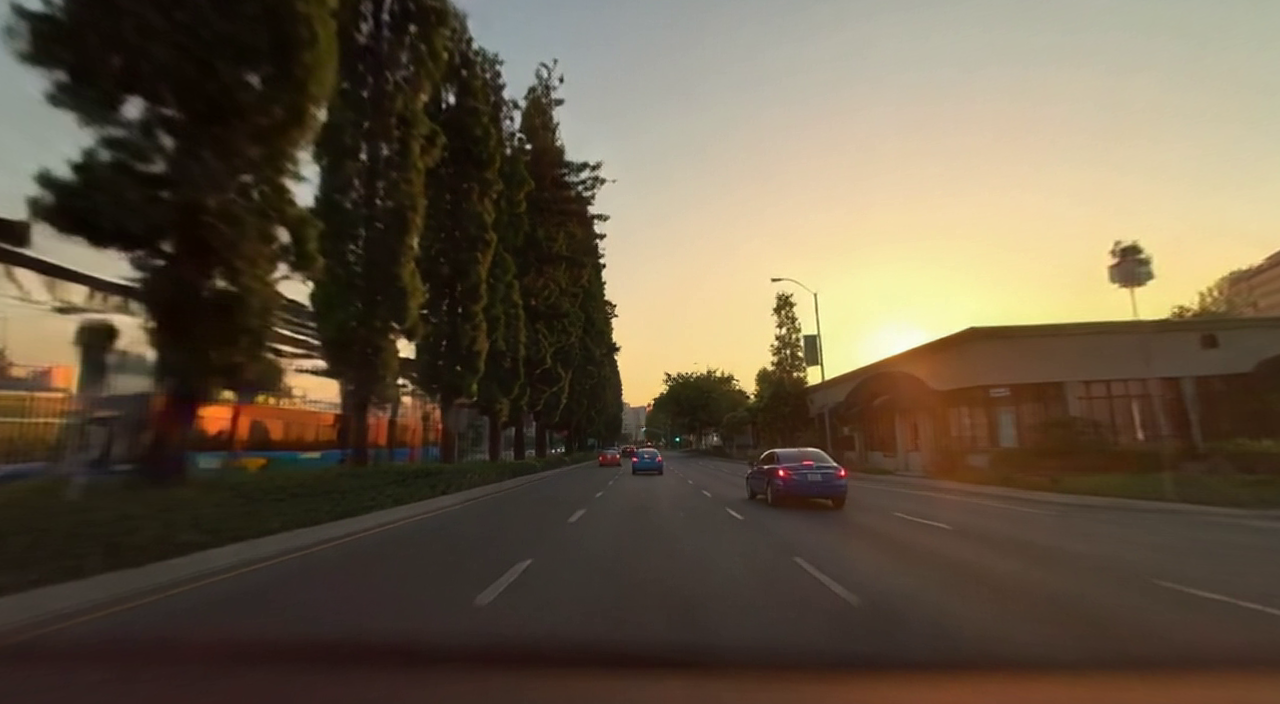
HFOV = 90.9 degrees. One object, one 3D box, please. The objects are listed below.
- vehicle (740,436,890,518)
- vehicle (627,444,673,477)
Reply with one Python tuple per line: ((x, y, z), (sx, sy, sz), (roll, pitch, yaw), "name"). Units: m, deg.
((3.625, 2.662, 14.003), (2.067, 1.497, 4.327), (0, -8, 0), "vehicle")
((0.474, 5.335, 31.258), (2.144, 1.505, 4.128), (0, -8, 0), "vehicle")
